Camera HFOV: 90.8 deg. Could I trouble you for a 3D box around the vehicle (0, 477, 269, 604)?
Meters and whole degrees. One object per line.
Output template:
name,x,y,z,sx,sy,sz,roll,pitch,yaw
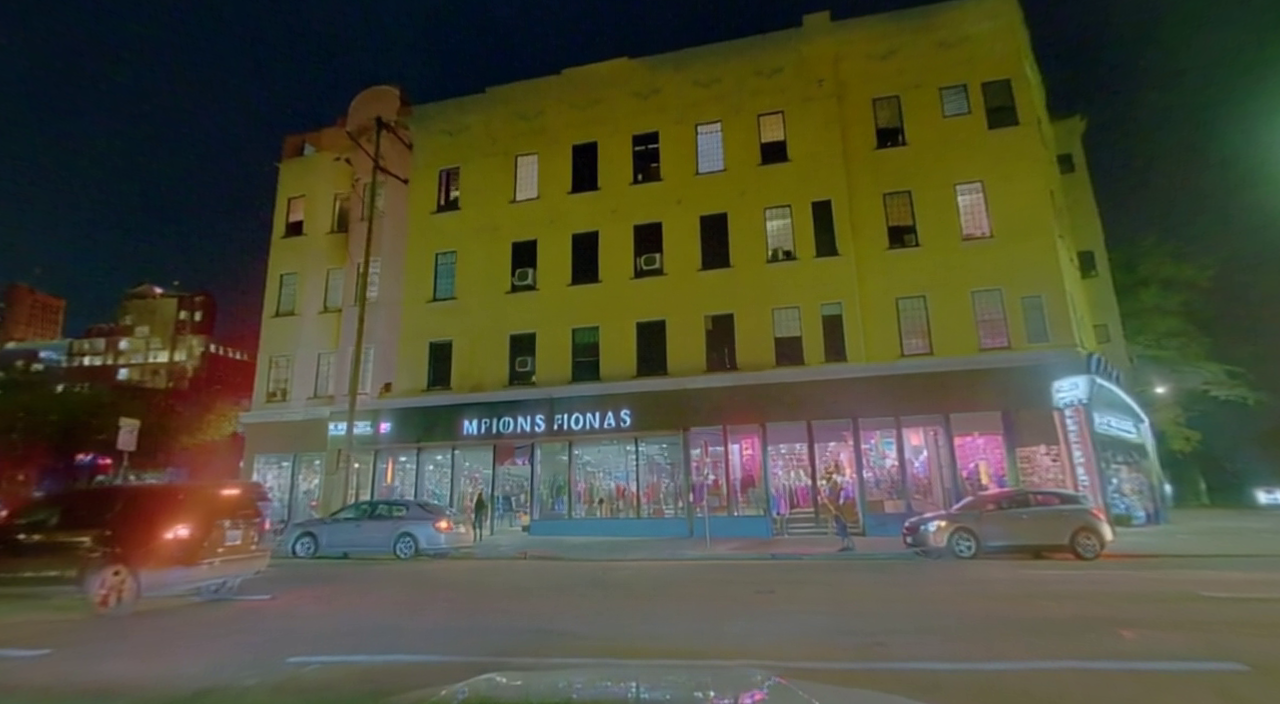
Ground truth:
vehicle,-7.980,2.547,8.997,4.330,1.458,1.932,-2,-10,10

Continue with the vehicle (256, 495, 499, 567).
vehicle,-5.932,4.088,14.654,4.830,1.421,1.826,-1,-10,5

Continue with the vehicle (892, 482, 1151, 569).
vehicle,8.208,3.772,13.989,4.410,1.687,1.834,-1,-10,3
